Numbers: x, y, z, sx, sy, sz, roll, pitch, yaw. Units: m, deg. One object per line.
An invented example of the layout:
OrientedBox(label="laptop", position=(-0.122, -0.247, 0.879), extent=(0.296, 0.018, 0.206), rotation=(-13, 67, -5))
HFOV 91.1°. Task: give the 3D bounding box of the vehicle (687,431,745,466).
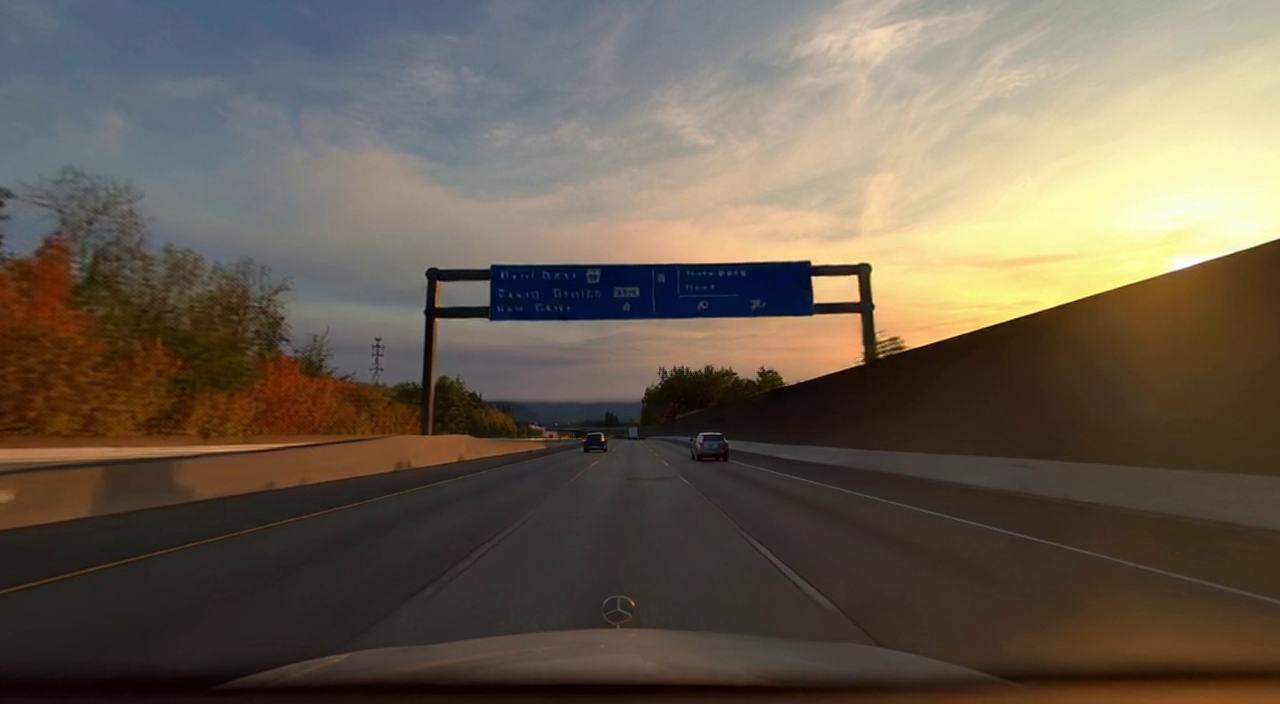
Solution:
OrientedBox(label="vehicle", position=(3.543, 4.561, 30.071), extent=(2.077, 1.523, 4.539), rotation=(0, -8, -2))

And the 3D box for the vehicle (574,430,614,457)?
OrientedBox(label="vehicle", position=(-2.924, 5.923, 40.848), extent=(2.219, 1.660, 4.153), rotation=(0, -8, 1))
